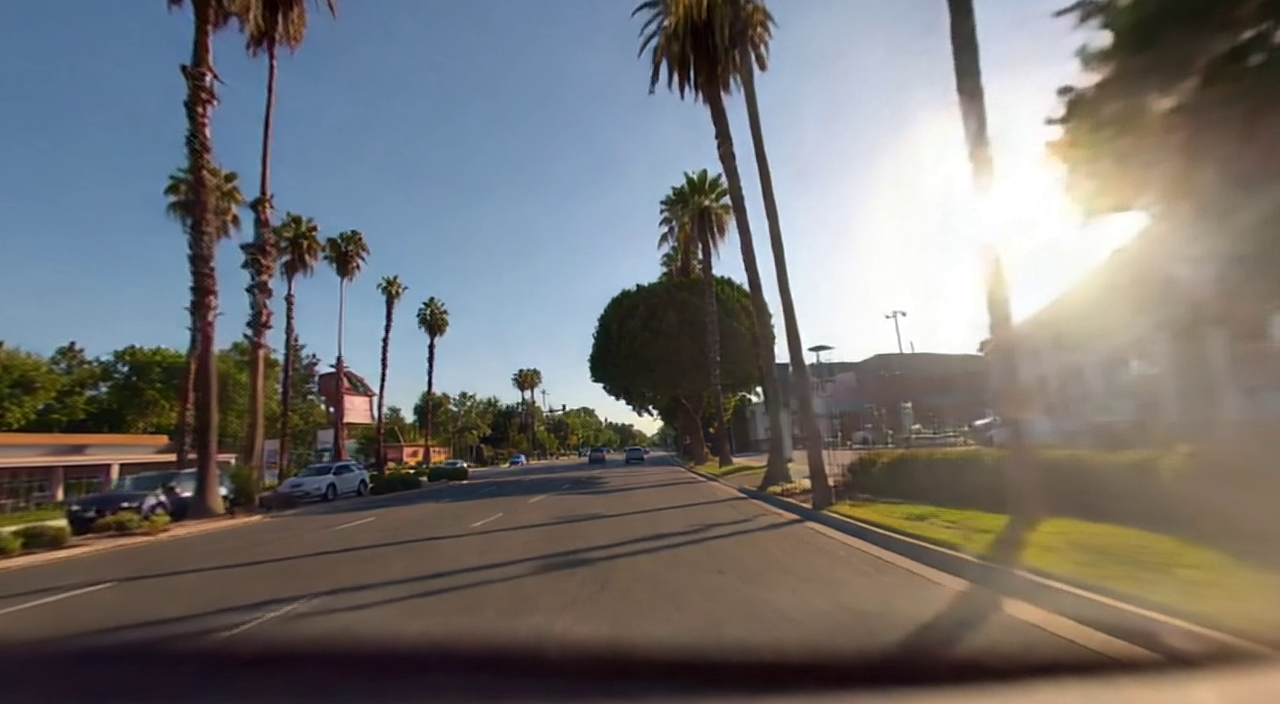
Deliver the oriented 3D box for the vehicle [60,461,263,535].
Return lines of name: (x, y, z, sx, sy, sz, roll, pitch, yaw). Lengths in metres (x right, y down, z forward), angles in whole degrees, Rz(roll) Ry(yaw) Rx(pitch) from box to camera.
vehicle: (-13.055, 3.969, 17.736, 2.199, 1.696, 4.440, 0, -9, 0)

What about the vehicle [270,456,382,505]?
vehicle: (-13.220, 5.420, 27.034, 2.306, 1.807, 4.927, 0, -9, -1)
